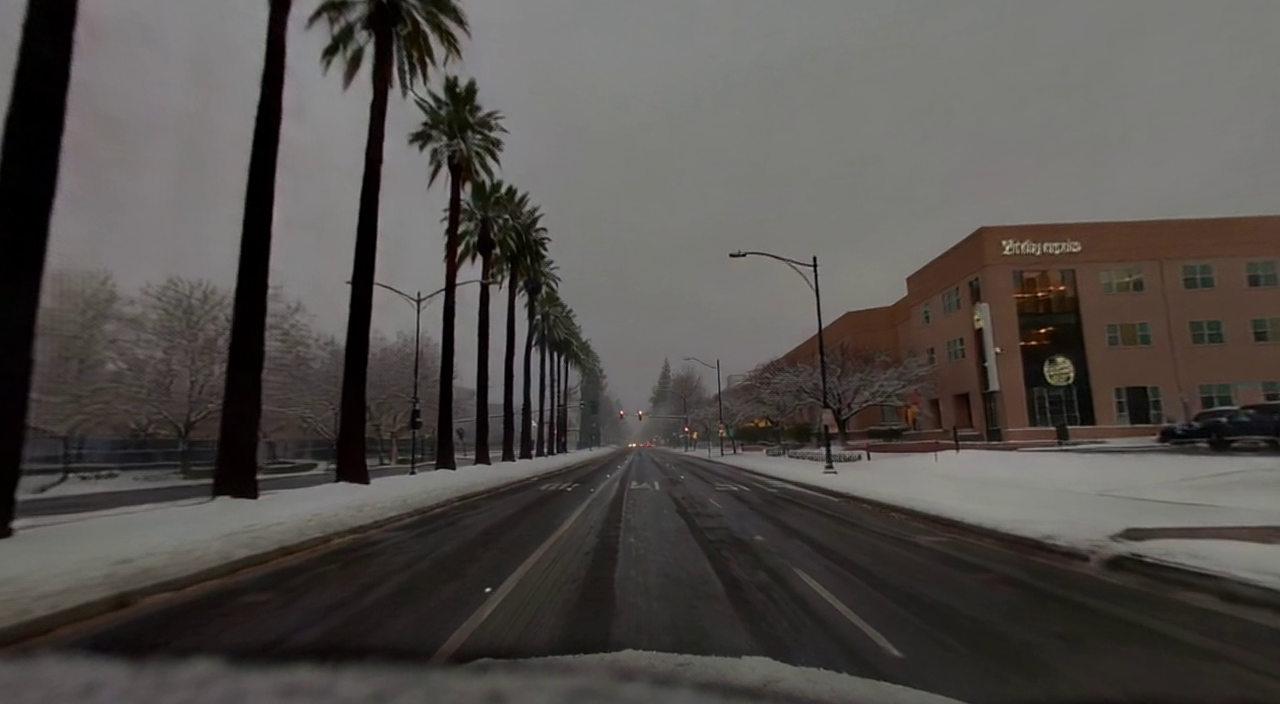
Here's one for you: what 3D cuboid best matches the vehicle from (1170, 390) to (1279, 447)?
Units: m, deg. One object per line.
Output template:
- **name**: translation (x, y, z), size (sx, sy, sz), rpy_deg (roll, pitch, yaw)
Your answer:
- **vehicle**: translation (21.611, 2.323, 21.516), size (2.222, 1.818, 5.099), rpy_deg (1, -8, -6)
